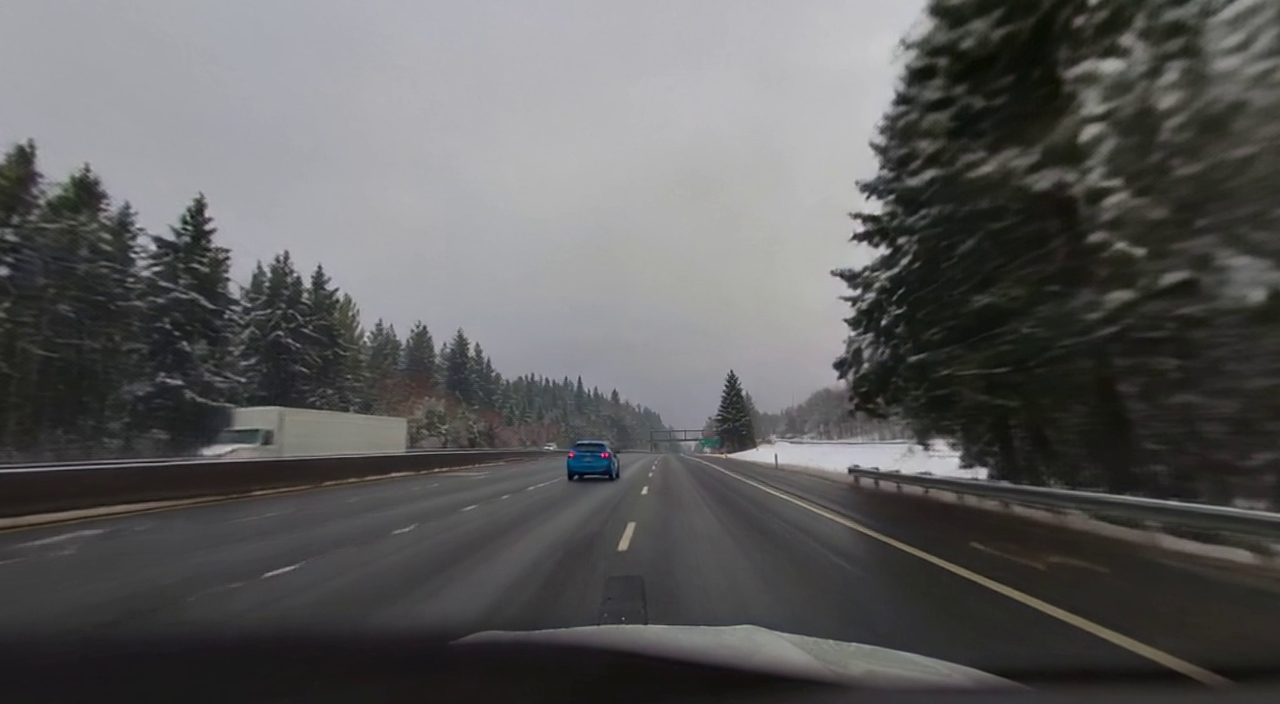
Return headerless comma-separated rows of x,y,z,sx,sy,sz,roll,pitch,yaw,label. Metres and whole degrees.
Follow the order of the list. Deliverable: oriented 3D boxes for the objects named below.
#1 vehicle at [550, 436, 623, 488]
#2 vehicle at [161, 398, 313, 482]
-1.813,3.941,22.900,2.133,1.686,4.203,-1,-8,2,vehicle
-22.522,5.028,35.845,3.005,4.234,8.022,-1,-8,2,vehicle
